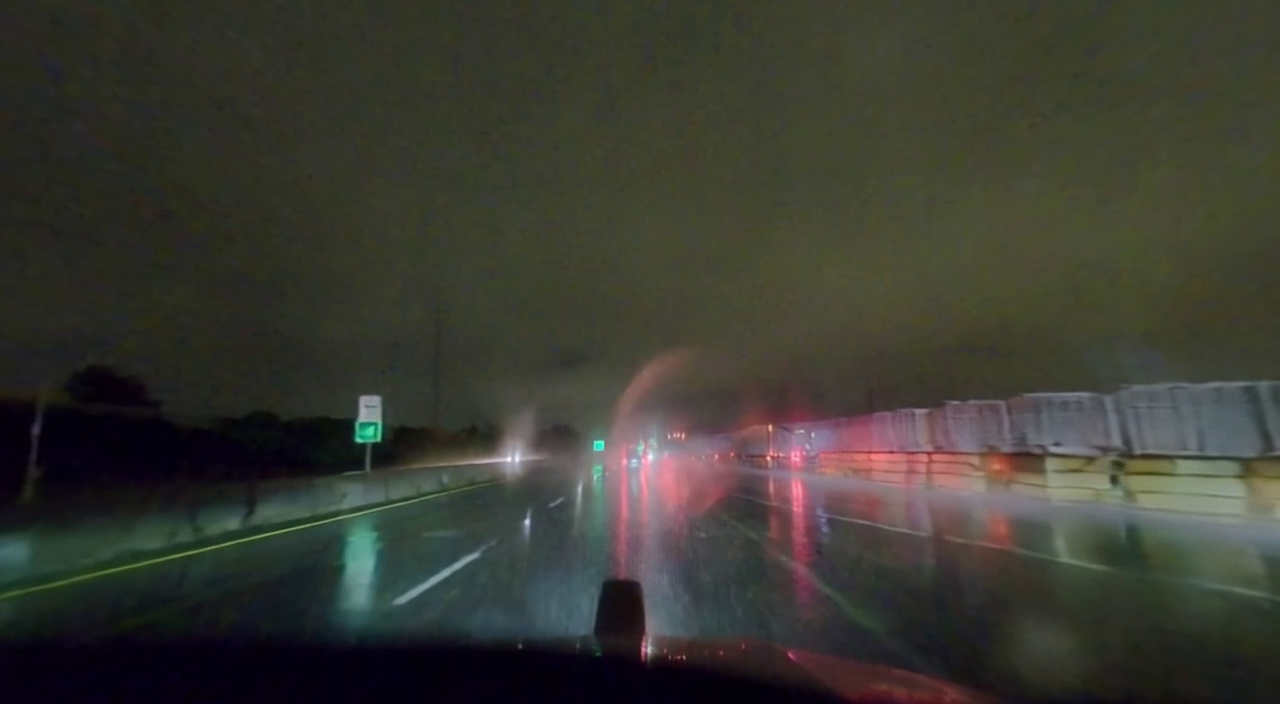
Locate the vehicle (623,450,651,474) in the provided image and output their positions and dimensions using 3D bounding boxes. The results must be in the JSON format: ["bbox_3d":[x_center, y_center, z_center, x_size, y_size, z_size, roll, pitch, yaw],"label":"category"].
[{"bbox_3d":[-0.174,6.949,39.894,1.695,1.437,3.506,0,-9,1],"label":"vehicle"}]
